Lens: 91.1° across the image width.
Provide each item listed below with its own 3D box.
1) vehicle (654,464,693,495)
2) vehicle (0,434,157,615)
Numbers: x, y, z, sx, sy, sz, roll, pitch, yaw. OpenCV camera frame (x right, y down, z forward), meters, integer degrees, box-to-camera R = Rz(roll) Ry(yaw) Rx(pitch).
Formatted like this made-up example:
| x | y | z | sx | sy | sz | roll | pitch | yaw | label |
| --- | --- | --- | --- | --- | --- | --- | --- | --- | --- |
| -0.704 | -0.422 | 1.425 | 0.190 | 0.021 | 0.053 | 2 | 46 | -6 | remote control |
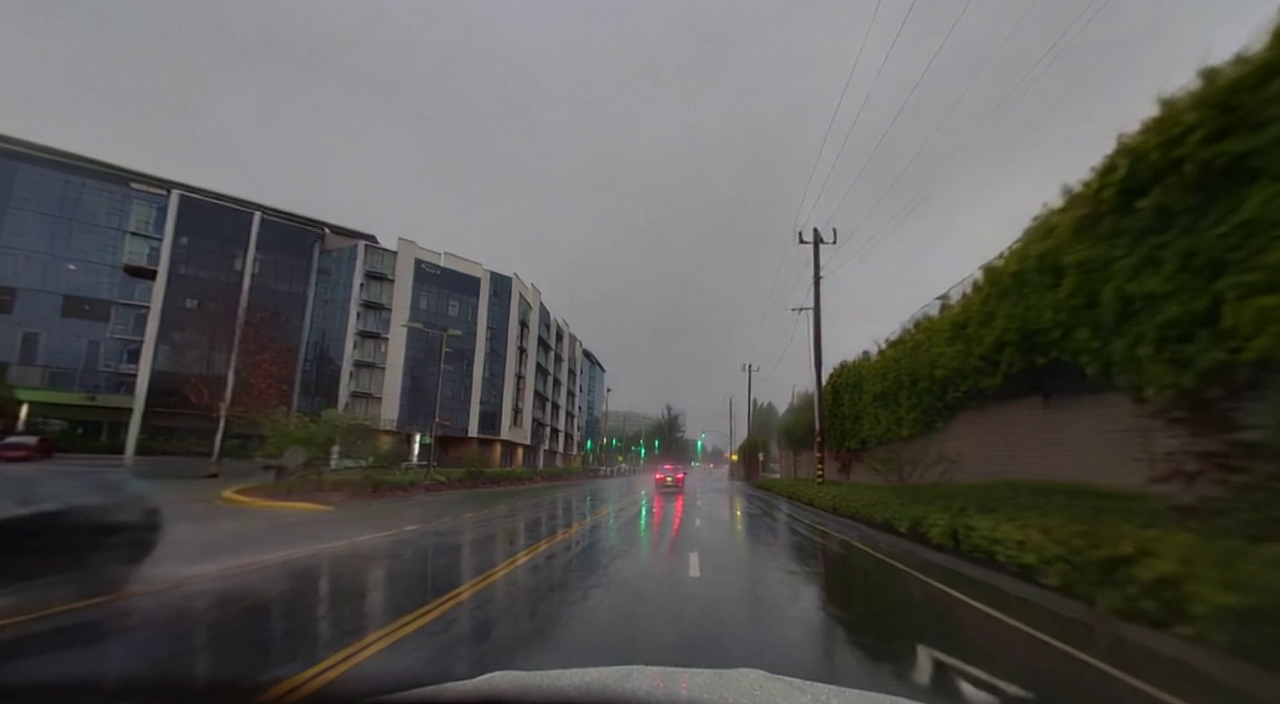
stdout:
| x | y | z | sx | sy | sz | roll | pitch | yaw | label |
| --- | --- | --- | --- | --- | --- | --- | --- | --- | --- |
| 1.979 | 7.352 | 36.220 | 2.067 | 1.629 | 3.858 | 0 | -11 | 5 | vehicle |
| -6.441 | 1.304 | 4.551 | 1.979 | 1.499 | 4.666 | 0 | -11 | 3 | vehicle |
